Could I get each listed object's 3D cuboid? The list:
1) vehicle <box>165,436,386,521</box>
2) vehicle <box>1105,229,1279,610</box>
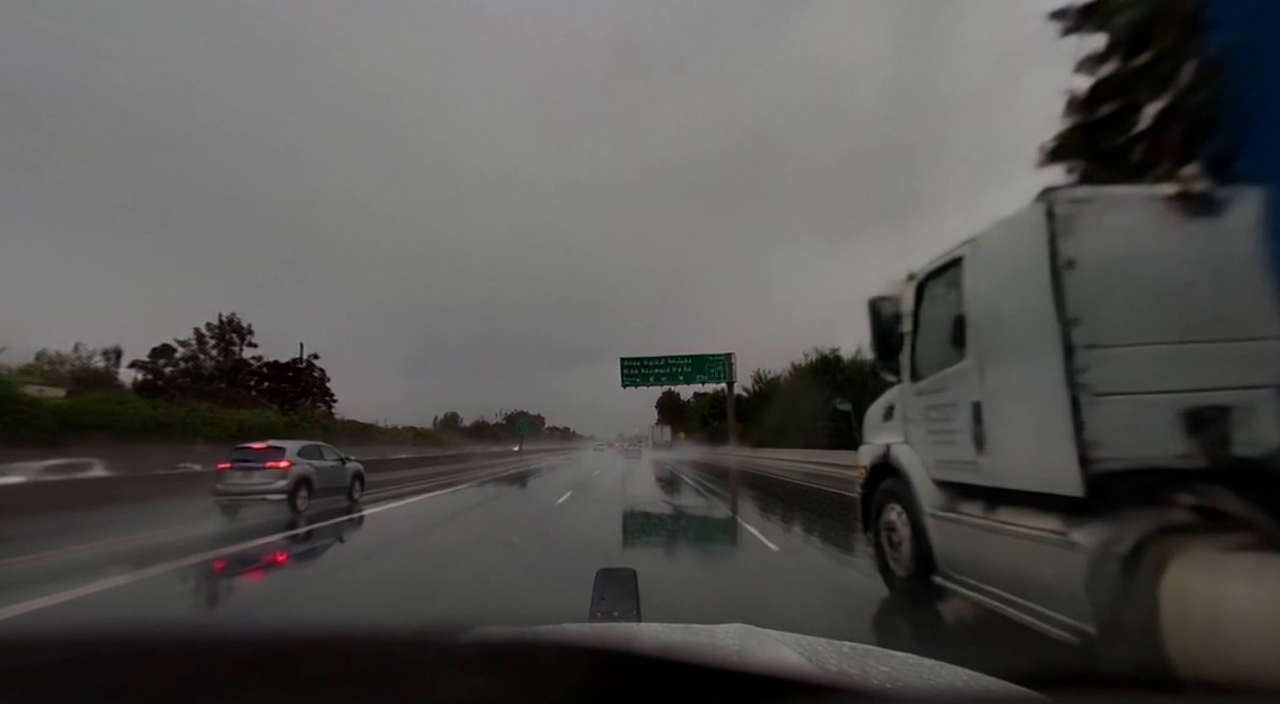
[{"bbox_3d":[-7.384,2.584,13.493,2.033,1.494,4.508,0,-9,0],"label":"vehicle"},{"bbox_3d":[6.153,0.225,2.944,2.530,2.821,6.720,0,-9,-3],"label":"vehicle"}]
